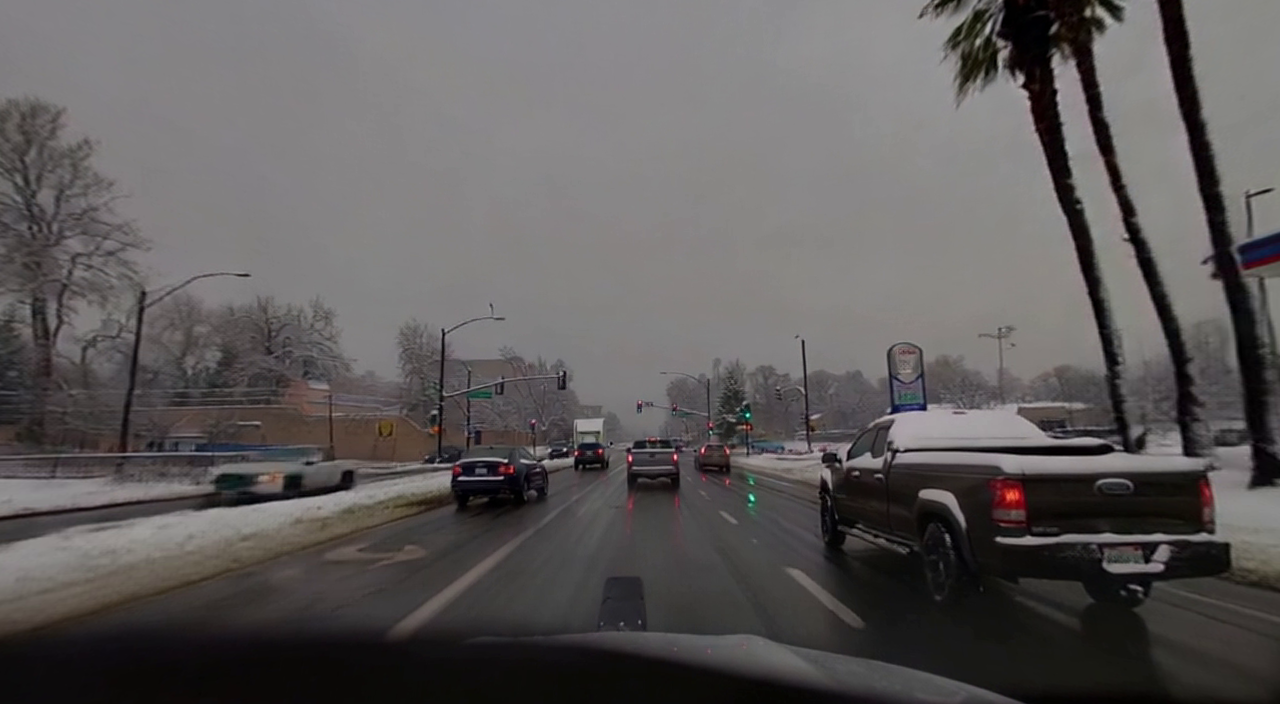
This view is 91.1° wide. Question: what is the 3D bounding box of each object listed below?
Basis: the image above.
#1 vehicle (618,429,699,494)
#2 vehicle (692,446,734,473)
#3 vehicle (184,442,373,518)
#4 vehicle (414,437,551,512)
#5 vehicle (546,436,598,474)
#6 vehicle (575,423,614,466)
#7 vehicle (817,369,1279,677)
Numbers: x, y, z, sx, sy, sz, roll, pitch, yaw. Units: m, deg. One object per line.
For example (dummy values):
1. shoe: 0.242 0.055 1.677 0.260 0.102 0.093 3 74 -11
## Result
1. vehicle: 0.525 3.515 20.647 2.295 1.835 5.471 0 -8 0
2. vehicle: 4.124 6.096 35.941 1.901 1.401 3.965 0 -8 0
3. vehicle: -8.118 2.860 14.668 1.921 1.489 4.250 0 -8 -1
4. vehicle: -3.539 2.845 15.143 1.983 1.502 4.720 0 -8 1
5. vehicle: -3.485 5.367 32.912 2.071 1.811 4.605 0 -8 2
6. vehicle: -3.209 6.628 45.062 2.393 2.865 5.466 0 -8 0
7. vehicle: 3.705 1.407 6.567 2.120 1.828 5.531 0 -8 1
